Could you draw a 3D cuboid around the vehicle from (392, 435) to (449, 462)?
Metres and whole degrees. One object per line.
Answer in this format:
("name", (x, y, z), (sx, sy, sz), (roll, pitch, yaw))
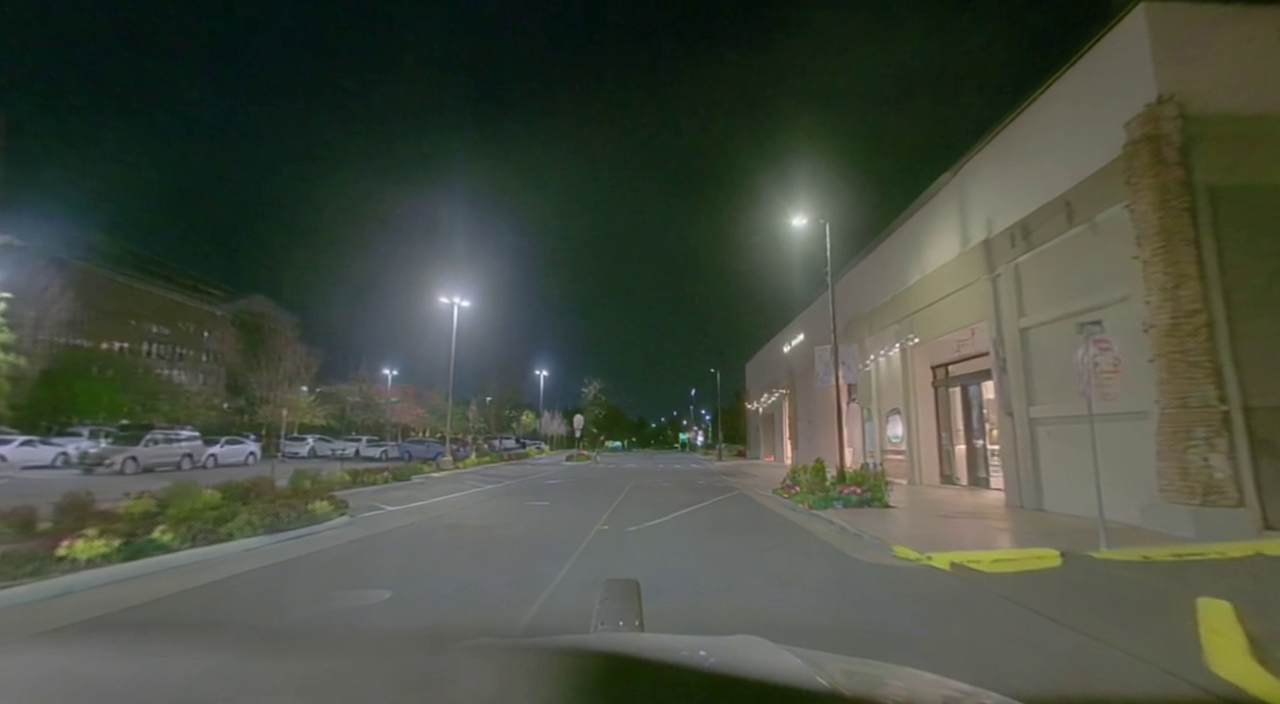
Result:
("vehicle", (-14.258, 6.296, 41.345), (1.928, 1.613, 4.197), (-1, -8, 5))

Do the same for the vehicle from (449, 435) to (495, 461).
("vehicle", (-11.085, 6.387, 41.993), (1.892, 1.597, 4.259), (0, -8, 0))

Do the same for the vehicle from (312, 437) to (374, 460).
("vehicle", (-19.500, 6.350, 41.619), (1.909, 1.474, 3.908), (-1, -8, 5))

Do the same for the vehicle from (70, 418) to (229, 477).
("vehicle", (-17.769, 3.508, 23.238), (1.972, 1.923, 4.535), (-1, -8, 3))

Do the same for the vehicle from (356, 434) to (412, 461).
("vehicle", (-16.760, 6.258, 41.506), (1.902, 1.645, 3.903), (0, -8, 2))

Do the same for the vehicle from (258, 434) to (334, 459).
("vehicle", (-22.546, 6.229, 41.550), (1.773, 1.498, 4.085), (0, -9, 20))
